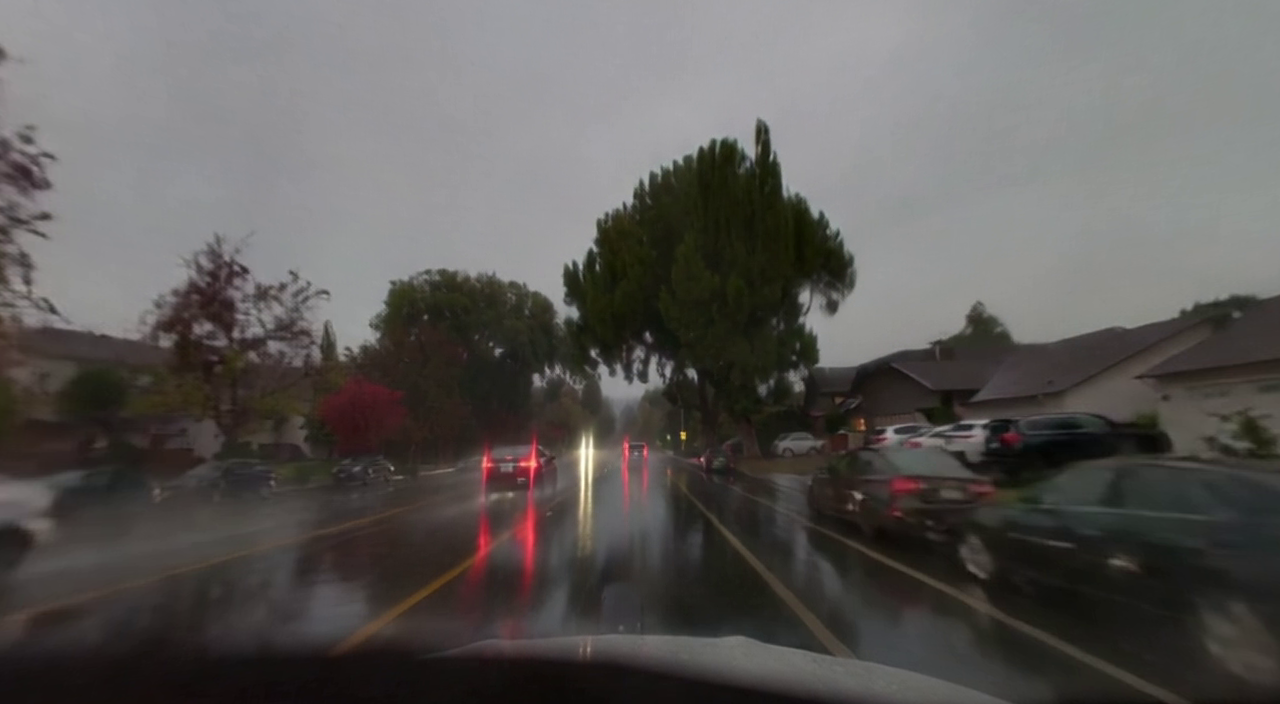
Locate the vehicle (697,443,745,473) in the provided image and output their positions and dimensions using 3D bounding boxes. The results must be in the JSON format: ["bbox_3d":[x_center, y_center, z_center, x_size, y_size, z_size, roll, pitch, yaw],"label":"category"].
[{"bbox_3d":[4.267,5.653,34.044,1.944,1.470,4.530,0,-8,-1],"label":"vehicle"}]

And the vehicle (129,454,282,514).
[{"bbox_3d":[-14.600,4.422,21.651,1.904,1.497,4.848,-5,-8,-1],"label":"vehicle"}]

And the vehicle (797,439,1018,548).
[{"bbox_3d":[4.225,2.275,10.958,1.881,1.480,4.536,0,-8,0],"label":"vehicle"}]

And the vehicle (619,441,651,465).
[{"bbox_3d":[-0.332,6.895,43.317,2.088,1.495,4.048,0,-8,-1],"label":"vehicle"}]

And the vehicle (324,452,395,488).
[{"bbox_3d":[-14.824,6.206,33.663,1.998,1.498,4.668,-5,-8,-5],"label":"vehicle"}]

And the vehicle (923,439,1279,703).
[{"bbox_3d":[4.061,1.381,4.584,1.881,1.453,4.574,0,-8,0],"label":"vehicle"}]

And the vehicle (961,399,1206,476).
[{"bbox_3d":[11.581,2.281,16.800,4.923,1.878,1.953,0,-8,2],"label":"vehicle"}]

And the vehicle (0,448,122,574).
[{"bbox_3d":[-8.784,1.799,6.813,2.075,1.487,4.792,-1,-8,5],"label":"vehicle"}]

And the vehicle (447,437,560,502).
[{"bbox_3d":[-3.462,3.068,16.946,2.027,1.477,4.413,0,-8,0],"label":"vehicle"}]
